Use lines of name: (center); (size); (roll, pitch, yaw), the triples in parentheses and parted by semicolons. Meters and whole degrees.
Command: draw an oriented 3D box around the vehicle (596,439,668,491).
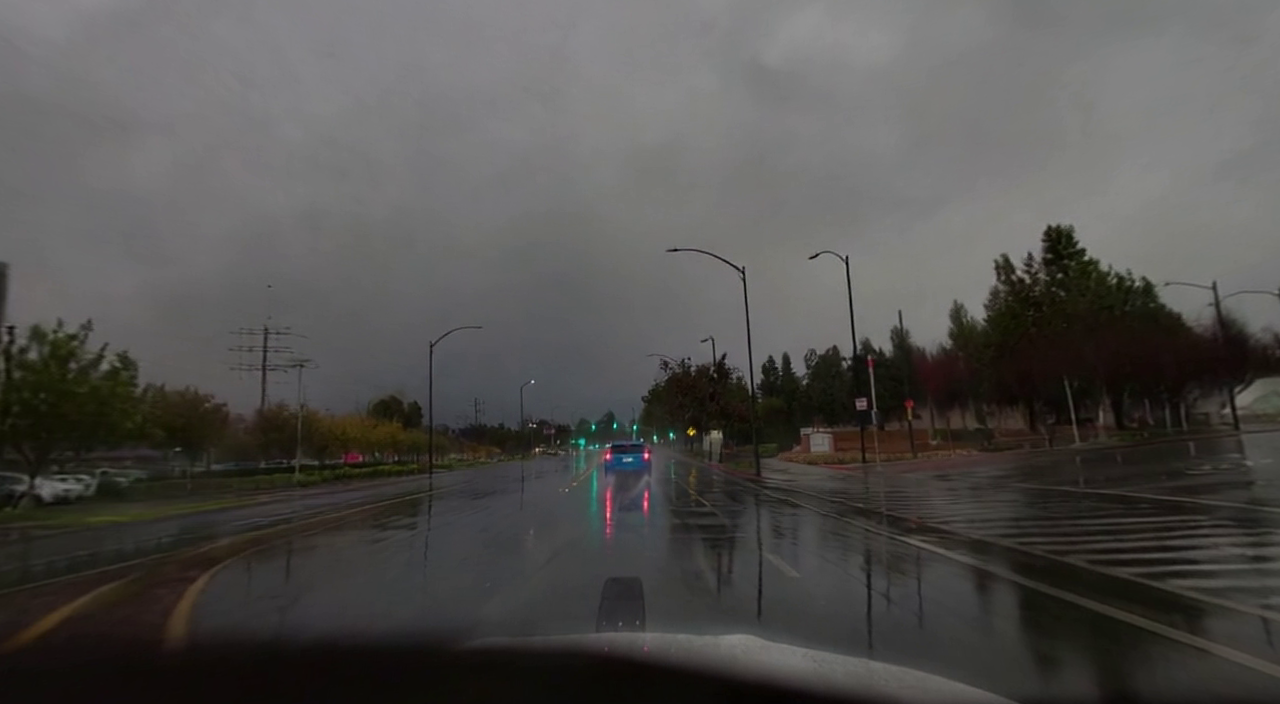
vehicle: (-0.240, 3.801, 21.705); (2.221, 1.570, 4.398); (0, -8, 0)

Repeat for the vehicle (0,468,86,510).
vehicle: (-23.127, 5.078, 23.443); (3.376, 1.383, 1.795); (0, -8, -2)
